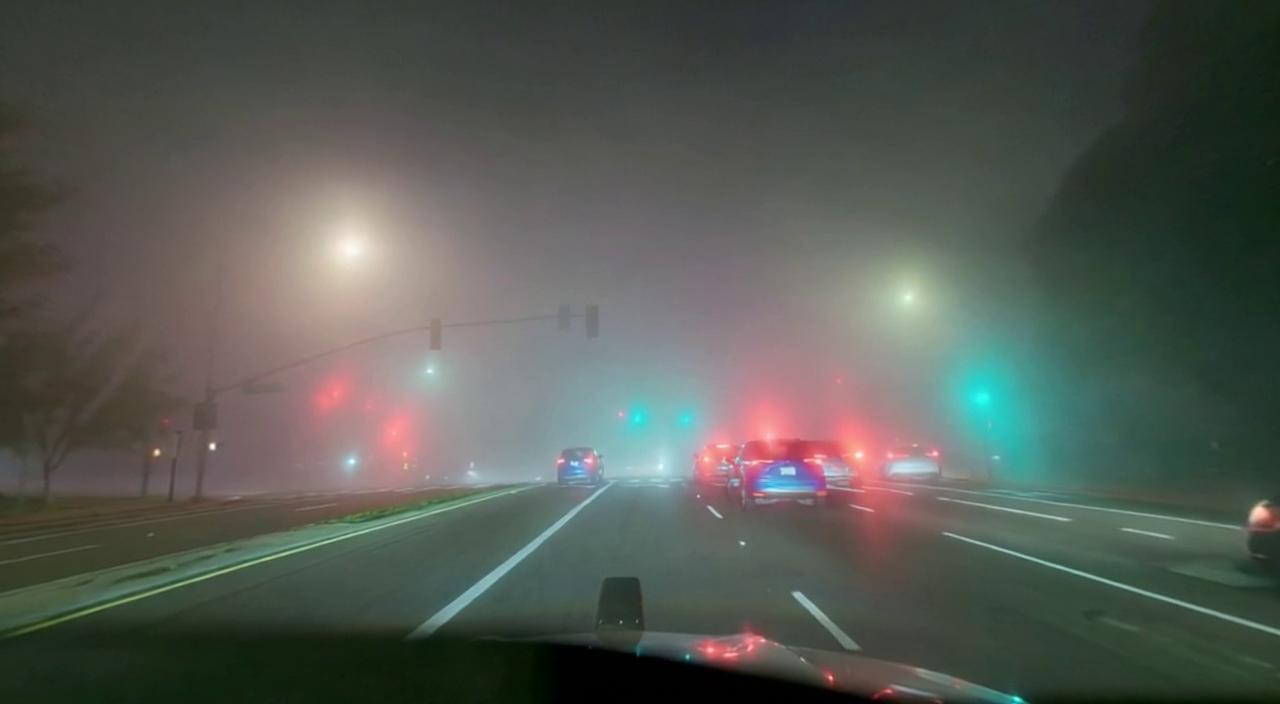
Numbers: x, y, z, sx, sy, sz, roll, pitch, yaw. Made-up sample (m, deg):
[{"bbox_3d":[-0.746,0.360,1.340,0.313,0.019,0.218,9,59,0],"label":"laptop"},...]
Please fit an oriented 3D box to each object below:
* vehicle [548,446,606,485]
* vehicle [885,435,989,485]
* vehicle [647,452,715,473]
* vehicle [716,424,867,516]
[{"bbox_3d":[-2.632,4.843,27.206,1.969,1.513,3.773,-1,-9,2],"label":"vehicle"},{"bbox_3d":[11.459,4.198,24.747,1.971,1.746,4.271,0,-9,1],"label":"vehicle"},{"bbox_3d":[3.012,8.202,46.973,4.912,1.479,1.882,-1,-9,0],"label":"vehicle"},{"bbox_3d":[3.204,2.645,14.586,2.247,1.738,4.818,0,-9,0],"label":"vehicle"}]
